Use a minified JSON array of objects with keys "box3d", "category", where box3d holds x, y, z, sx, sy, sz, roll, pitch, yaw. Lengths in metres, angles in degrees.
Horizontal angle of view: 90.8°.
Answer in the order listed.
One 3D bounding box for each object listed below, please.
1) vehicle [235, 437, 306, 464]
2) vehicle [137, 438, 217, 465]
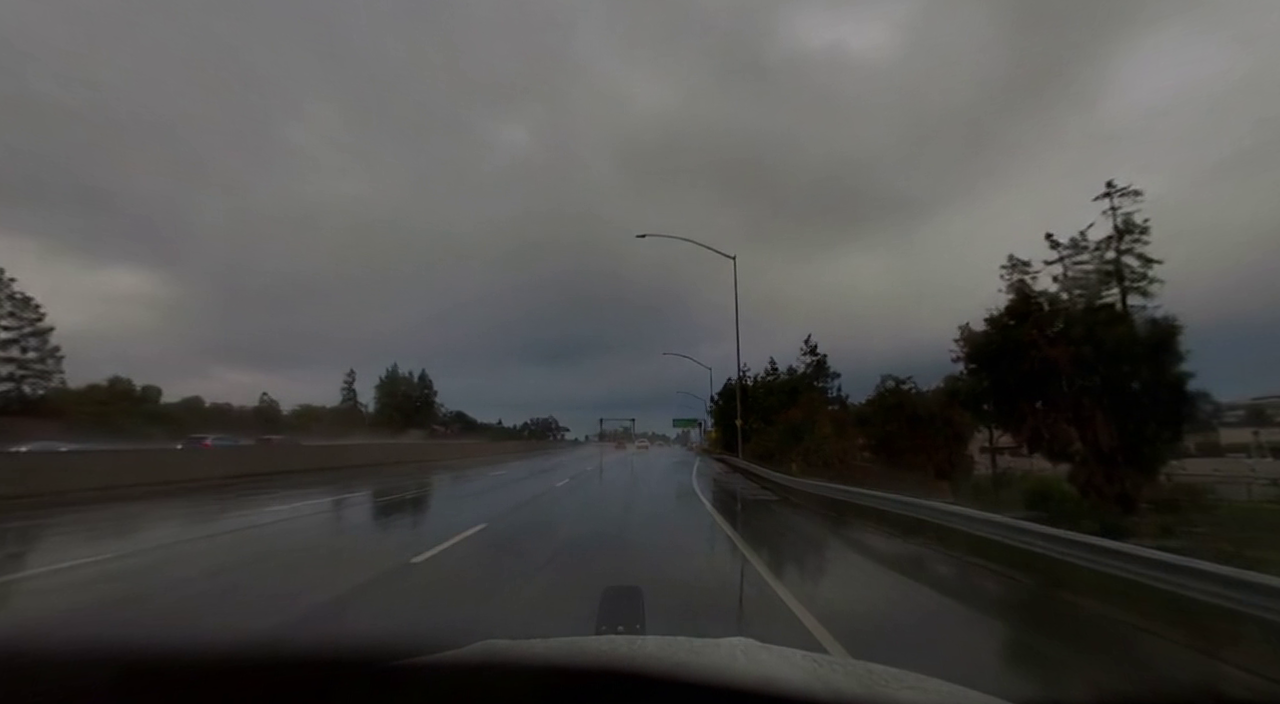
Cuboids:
[{"box3d":[-22.362,5.968,38.411,2.271,1.537,4.029,1,-8,-7],"category":"vehicle"},{"box3d":[-27.667,5.944,37.942,1.829,1.520,4.505,1,-8,-8],"category":"vehicle"}]
